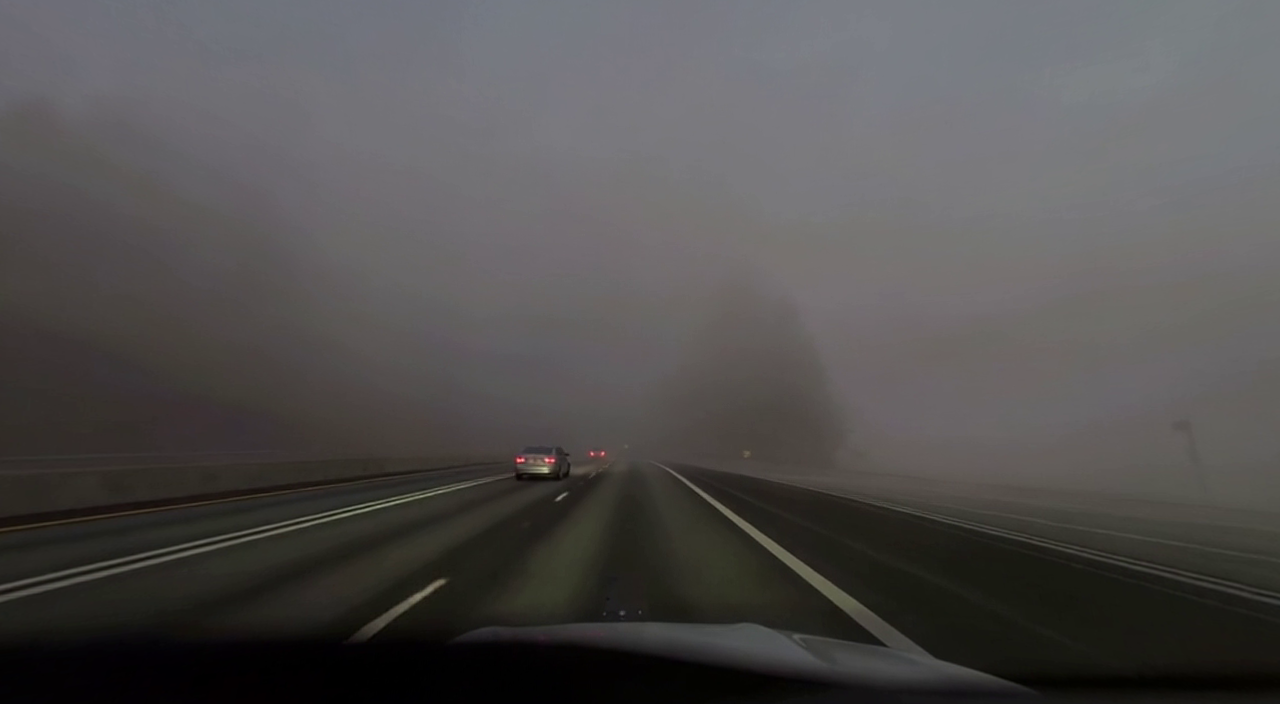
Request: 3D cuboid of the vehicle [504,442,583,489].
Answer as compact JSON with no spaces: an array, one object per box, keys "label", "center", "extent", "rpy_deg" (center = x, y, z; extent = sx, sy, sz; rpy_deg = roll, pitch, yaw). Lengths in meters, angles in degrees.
[{"label":"vehicle","center":[-3.521,4.260,23.974],"extent":[2.184,1.574,5.004],"rpy_deg":[0,-9,0]}]
